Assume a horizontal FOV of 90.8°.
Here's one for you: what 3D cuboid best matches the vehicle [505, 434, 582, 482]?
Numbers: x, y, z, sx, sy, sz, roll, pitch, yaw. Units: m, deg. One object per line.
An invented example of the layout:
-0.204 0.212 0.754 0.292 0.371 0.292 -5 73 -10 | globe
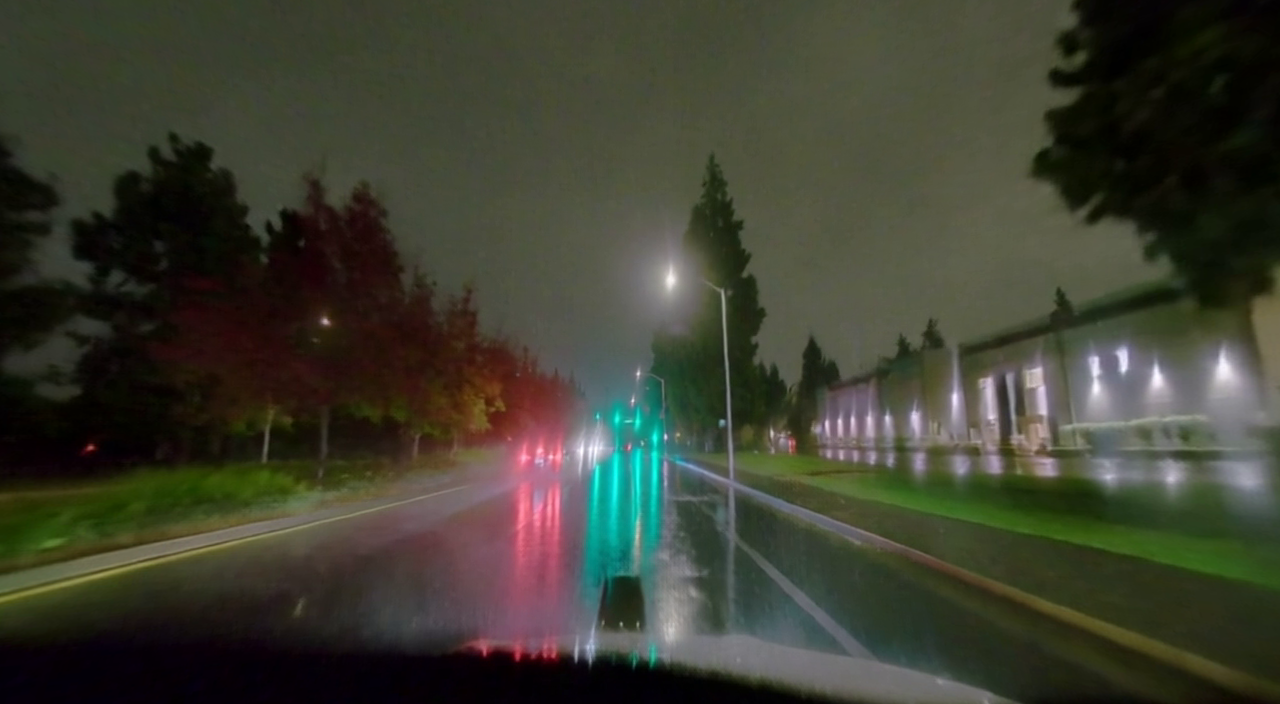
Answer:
-3.655 4.096 24.797 2.202 1.685 4.772 0 -8 1 | vehicle
